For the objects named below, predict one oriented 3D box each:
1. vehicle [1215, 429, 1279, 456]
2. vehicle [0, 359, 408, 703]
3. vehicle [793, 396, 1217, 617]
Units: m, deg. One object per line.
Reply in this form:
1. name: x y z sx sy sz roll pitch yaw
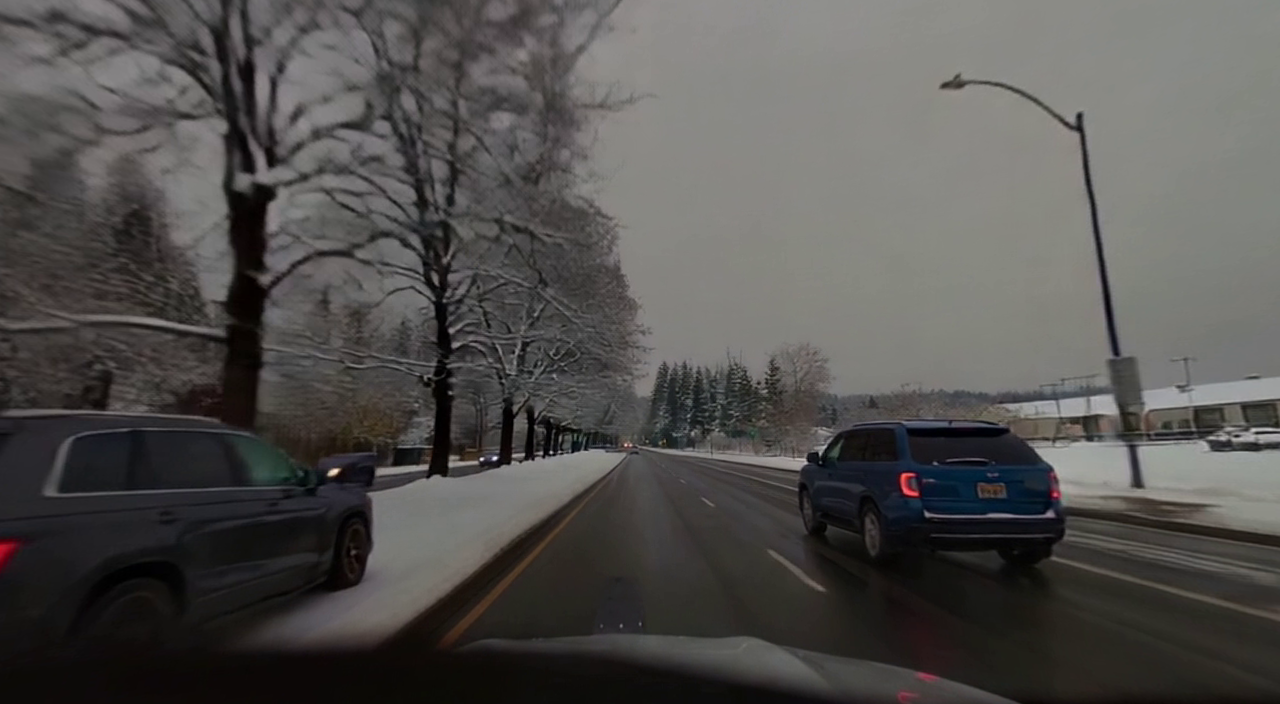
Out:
1. vehicle: 43.098 6.277 43.625 4.164 1.794 2.005 0 -8 1
2. vehicle: -3.406 1.120 4.177 2.025 1.635 4.293 0 -8 1
3. vehicle: 3.558 1.610 7.633 2.087 1.759 5.040 0 -8 0
